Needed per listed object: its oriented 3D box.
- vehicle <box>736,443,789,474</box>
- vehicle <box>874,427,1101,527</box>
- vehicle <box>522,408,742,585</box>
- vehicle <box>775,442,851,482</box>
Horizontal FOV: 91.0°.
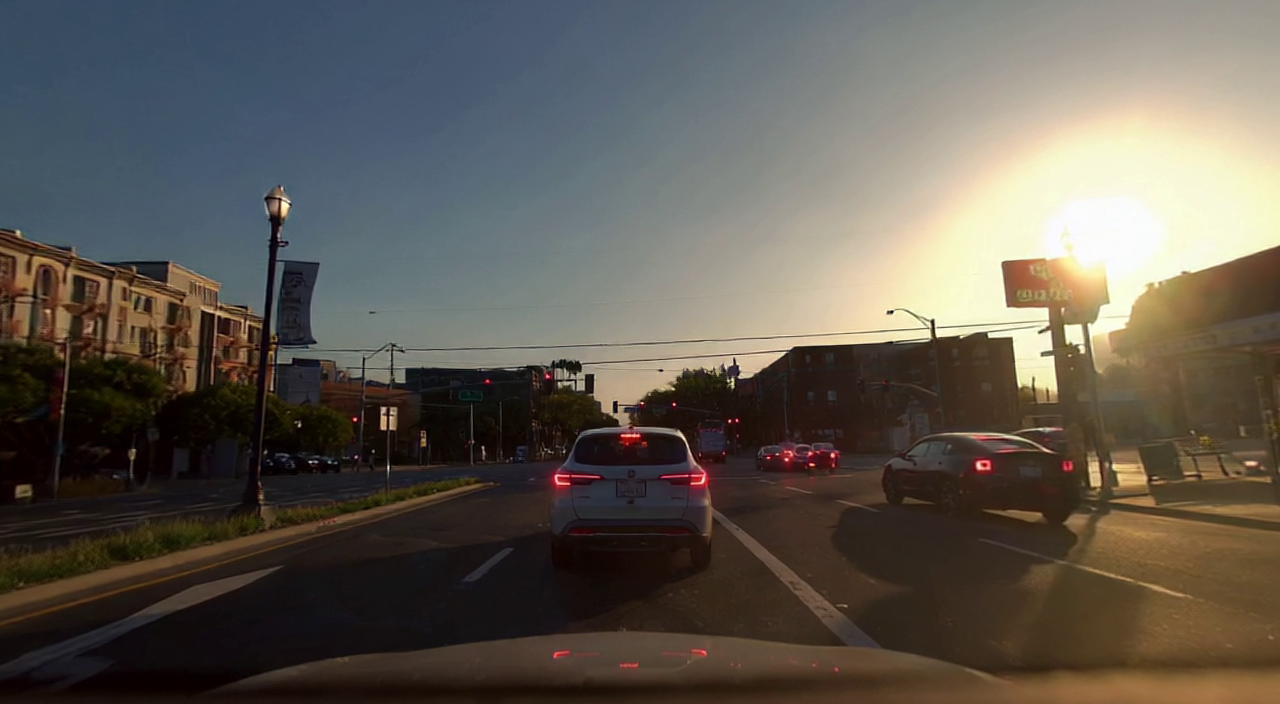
[{"bbox_3d":[6.259,5.460,32.634,1.961,1.477,4.454,0,-9,2],"label":"vehicle"},{"bbox_3d":[6.664,2.434,12.866,2.072,1.652,4.611,0,-9,1],"label":"vehicle"},{"bbox_3d":[-0.063,1.691,8.116,2.115,1.700,3.901,0,-9,1],"label":"vehicle"},{"bbox_3d":[6.852,4.404,25.424,1.833,1.452,4.237,0,-9,-1],"label":"vehicle"}]
